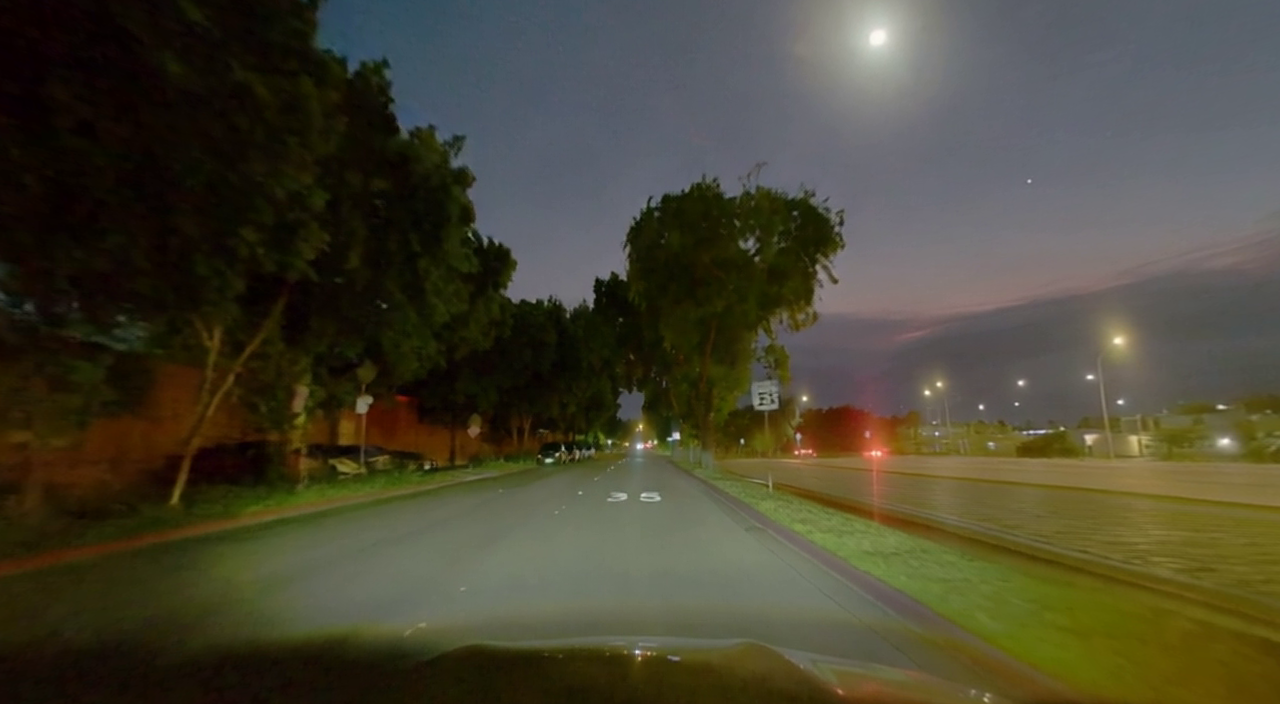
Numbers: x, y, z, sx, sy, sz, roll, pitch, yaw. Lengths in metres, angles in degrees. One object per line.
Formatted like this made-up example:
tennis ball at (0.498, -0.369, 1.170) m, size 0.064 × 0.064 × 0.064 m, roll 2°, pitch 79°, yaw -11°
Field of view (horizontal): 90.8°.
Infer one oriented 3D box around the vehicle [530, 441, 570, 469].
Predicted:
vehicle at (-6.592, 7.584, 46.893) m, size 2.109 × 1.847 × 5.553 m, roll 0°, pitch -7°, yaw 0°

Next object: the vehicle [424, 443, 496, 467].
vehicle at (-14.092, 8.099, 49.672) m, size 4.991 × 1.692 × 1.960 m, roll 2°, pitch -8°, yaw -2°

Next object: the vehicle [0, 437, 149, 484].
vehicle at (-25.549, 4.839, 28.434) m, size 5.181 × 1.935 × 2.056 m, roll 0°, pitch -8°, yaw 4°

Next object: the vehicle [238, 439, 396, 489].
vehicle at (-13.518, 4.689, 26.746) m, size 5.428 × 1.908 × 2.196 m, roll 1°, pitch -8°, yaw 0°

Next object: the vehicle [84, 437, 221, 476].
vehicle at (-26.133, 5.581, 34.027) m, size 5.348 × 1.967 × 2.358 m, roll 0°, pitch -8°, yaw 0°
